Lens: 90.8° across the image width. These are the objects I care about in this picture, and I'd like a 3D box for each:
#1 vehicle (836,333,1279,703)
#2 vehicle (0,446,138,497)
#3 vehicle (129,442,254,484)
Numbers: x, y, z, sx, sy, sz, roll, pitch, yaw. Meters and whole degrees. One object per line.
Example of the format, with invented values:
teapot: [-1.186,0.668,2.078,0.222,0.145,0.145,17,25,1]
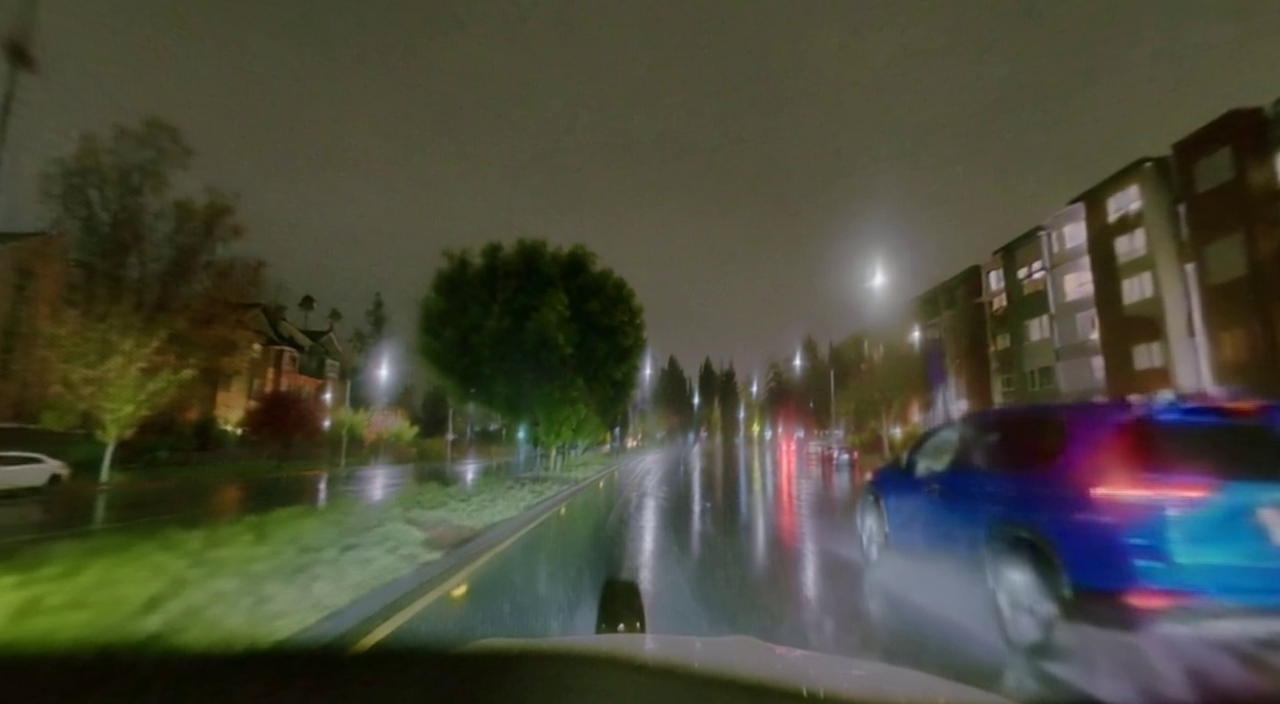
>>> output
vehicle: [3.489,1.146,5.166,2.215,1.812,4.569,0,-8,-1]
vehicle: [-19.071,3.823,20.551,1.829,1.452,4.562,-2,-9,-1]
vehicle: [-18.684,4.671,26.636,1.908,1.500,4.470,-3,-10,2]
